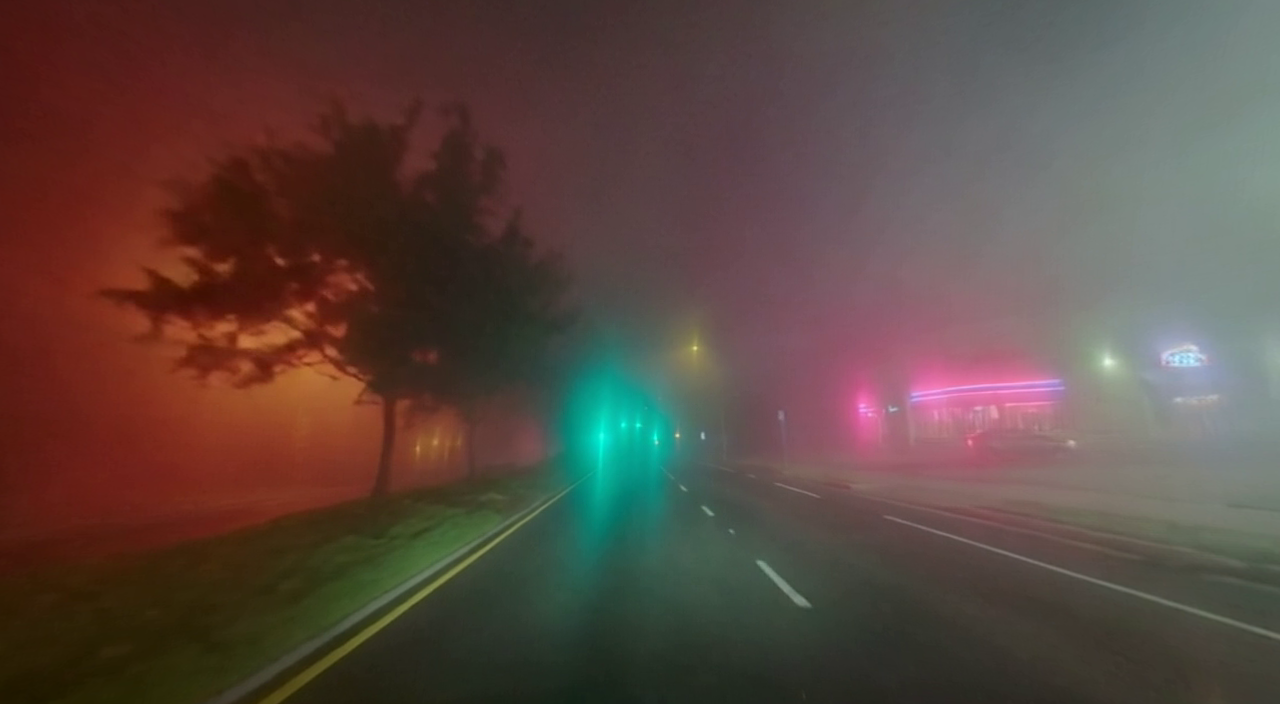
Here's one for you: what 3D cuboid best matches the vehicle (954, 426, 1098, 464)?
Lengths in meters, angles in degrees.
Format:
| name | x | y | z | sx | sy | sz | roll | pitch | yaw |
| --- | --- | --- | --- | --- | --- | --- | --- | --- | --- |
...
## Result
| name | x | y | z | sx | sy | sz | roll | pitch | yaw |
| --- | --- | --- | --- | --- | --- | --- | --- | --- | --- |
| vehicle | 16.255 | 3.934 | 26.686 | 4.701 | 1.500 | 2.050 | 0 | -8 | 0 |
